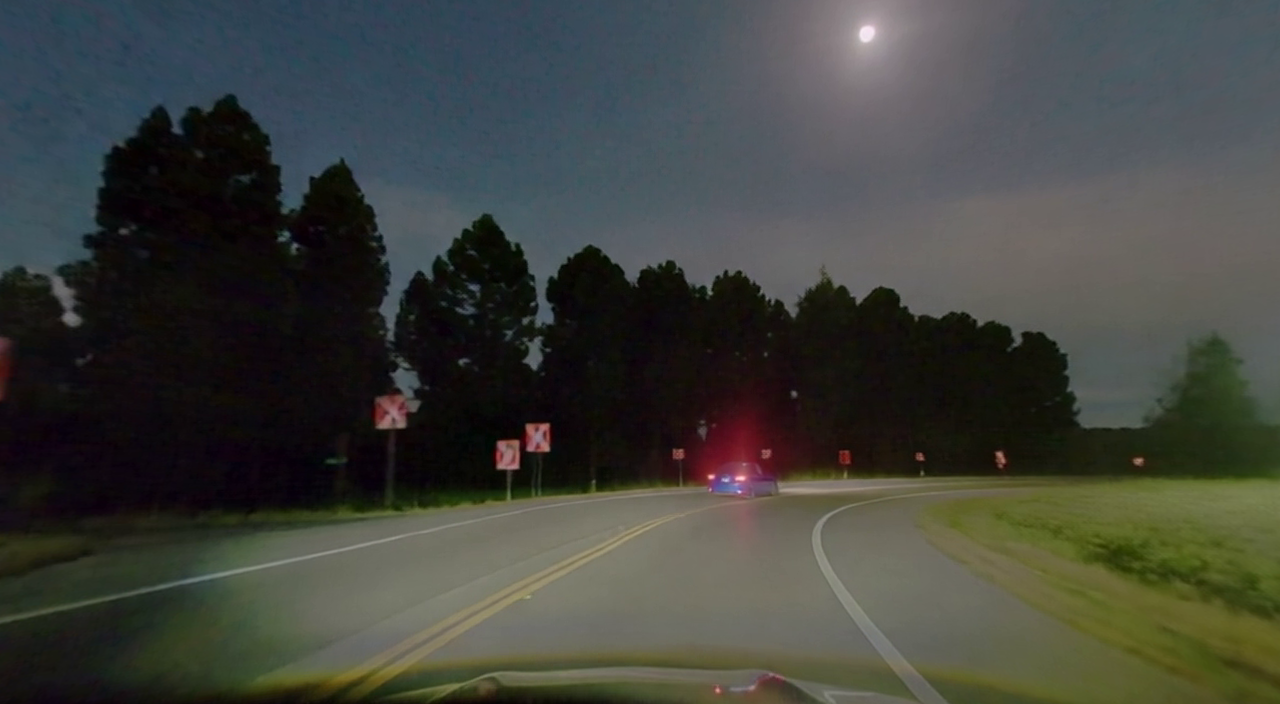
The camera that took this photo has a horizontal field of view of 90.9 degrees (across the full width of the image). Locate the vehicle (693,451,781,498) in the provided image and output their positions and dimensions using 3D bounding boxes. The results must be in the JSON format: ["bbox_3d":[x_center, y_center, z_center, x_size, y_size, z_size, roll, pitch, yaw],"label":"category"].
[{"bbox_3d":[4.001,4.905,25.371,1.997,1.692,4.422,-5,-12,30],"label":"vehicle"}]
